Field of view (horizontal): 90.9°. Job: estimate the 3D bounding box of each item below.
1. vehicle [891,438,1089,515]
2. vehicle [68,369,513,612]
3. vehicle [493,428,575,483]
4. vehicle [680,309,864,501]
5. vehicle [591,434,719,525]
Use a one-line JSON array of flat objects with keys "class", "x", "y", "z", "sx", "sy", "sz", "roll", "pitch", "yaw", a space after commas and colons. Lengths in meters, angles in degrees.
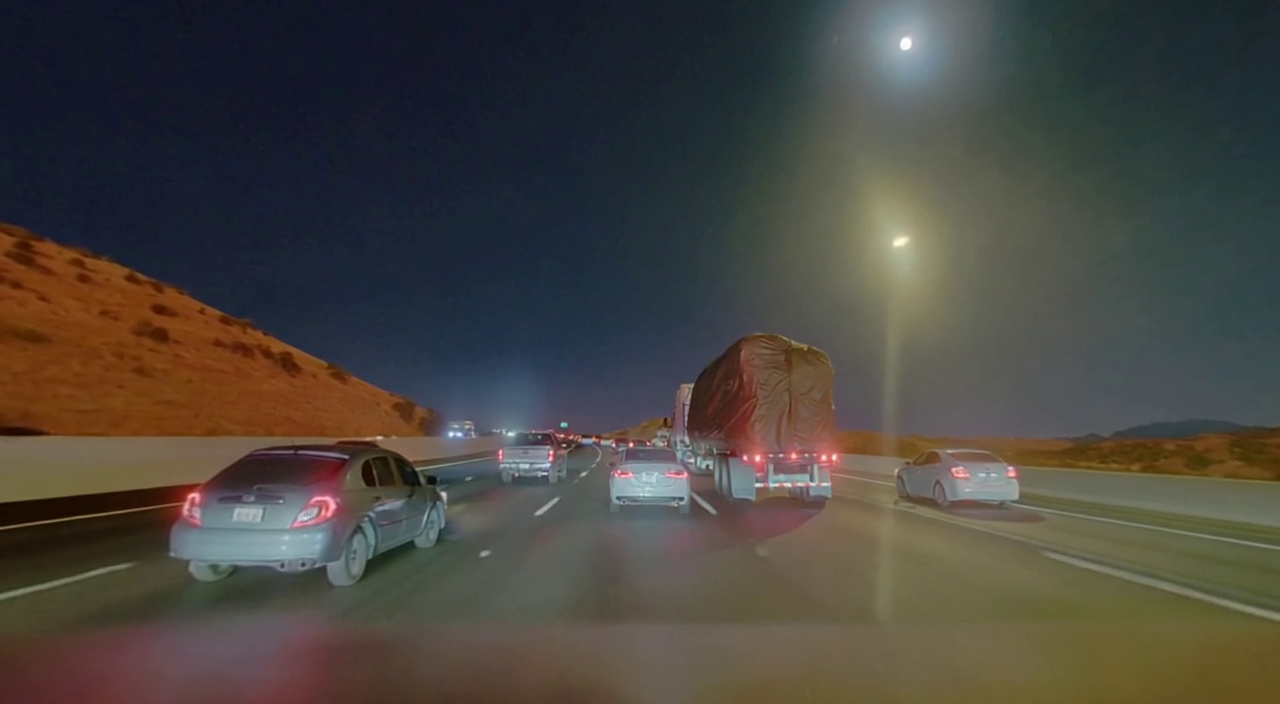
[{"class": "vehicle", "x": 7.760, "y": 2.768, "z": 14.595, "sx": 2.092, "sy": 1.495, "sz": 4.194, "roll": 0, "pitch": -8, "yaw": -2}, {"class": "vehicle", "x": -3.289, "y": 1.466, "z": 7.705, "sx": 2.318, "sy": 1.902, "sz": 5.374, "roll": 0, "pitch": -8, "yaw": 0}, {"class": "vehicle", "x": -3.787, "y": 3.801, "z": 23.557, "sx": 2.348, "sy": 1.821, "sz": 5.061, "roll": 0, "pitch": -8, "yaw": -2}, {"class": "vehicle", "x": 3.148, "y": 1.878, "z": 18.945, "sx": 2.759, "sy": 4.098, "sz": 10.906, "roll": 0, "pitch": -8, "yaw": -2}, {"class": "vehicle", "x": 0.186, "y": 2.385, "z": 12.430, "sx": 2.105, "sy": 1.471, "sz": 3.978, "roll": 0, "pitch": -8, "yaw": -2}]
